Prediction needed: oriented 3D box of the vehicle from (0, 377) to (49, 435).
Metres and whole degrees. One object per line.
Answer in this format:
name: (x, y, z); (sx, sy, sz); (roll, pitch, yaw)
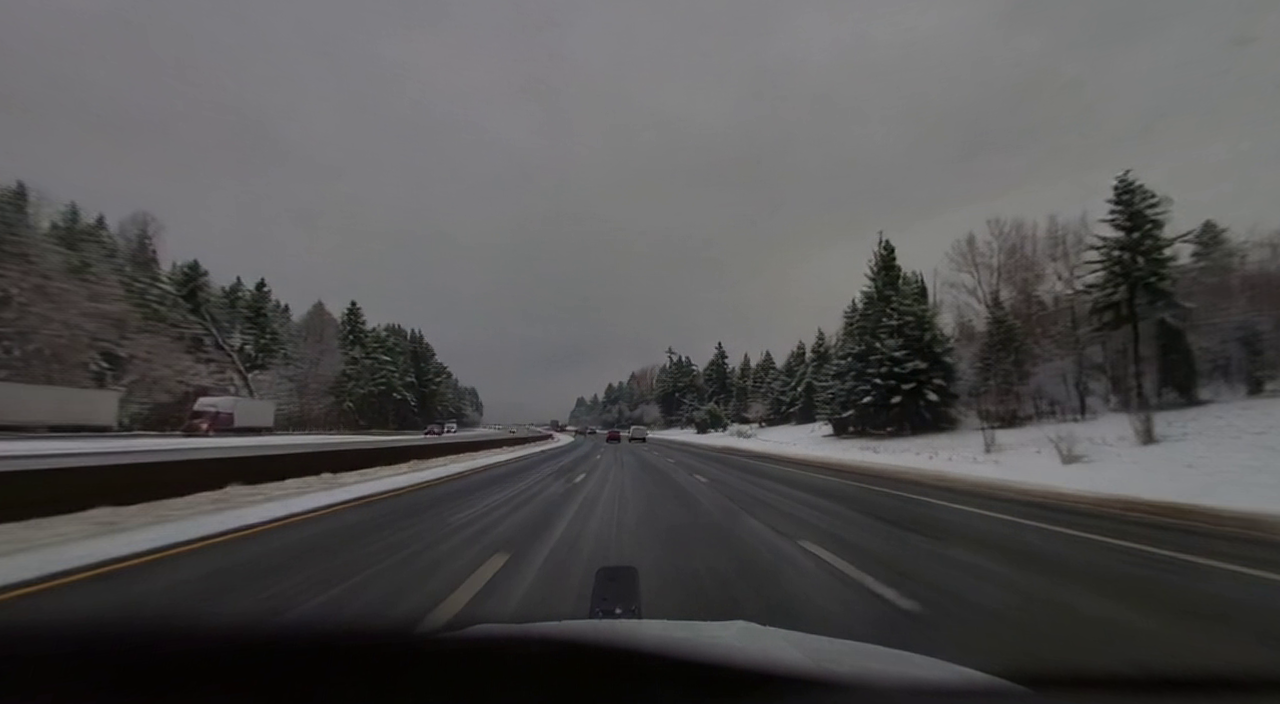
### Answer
vehicle: (-47.311, 4.204, 46.929); (10.856, 3.901, 3.560); (-7, -10, 43)
